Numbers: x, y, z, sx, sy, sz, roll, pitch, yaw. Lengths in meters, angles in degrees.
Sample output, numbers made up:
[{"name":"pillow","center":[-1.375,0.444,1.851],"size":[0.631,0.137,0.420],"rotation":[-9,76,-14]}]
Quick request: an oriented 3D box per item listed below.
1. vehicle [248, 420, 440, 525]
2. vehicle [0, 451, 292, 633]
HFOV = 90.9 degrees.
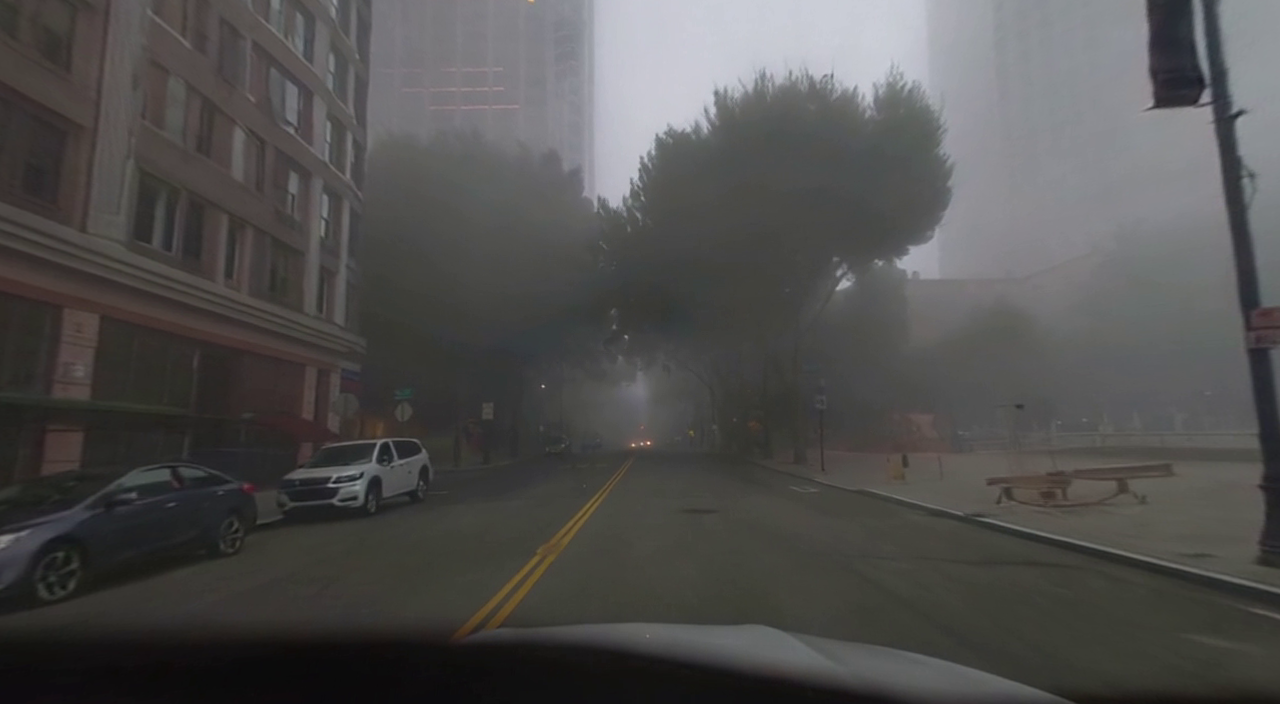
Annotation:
[{"name":"vehicle","center":[-6.578,2.721,14.795],"size":[2.273,1.871,4.920],"rotation":[-4,-9,-2]},{"name":"vehicle","center":[-6.739,2.089,7.832],"size":[2.270,1.539,4.855],"rotation":[-4,-9,-2]}]
